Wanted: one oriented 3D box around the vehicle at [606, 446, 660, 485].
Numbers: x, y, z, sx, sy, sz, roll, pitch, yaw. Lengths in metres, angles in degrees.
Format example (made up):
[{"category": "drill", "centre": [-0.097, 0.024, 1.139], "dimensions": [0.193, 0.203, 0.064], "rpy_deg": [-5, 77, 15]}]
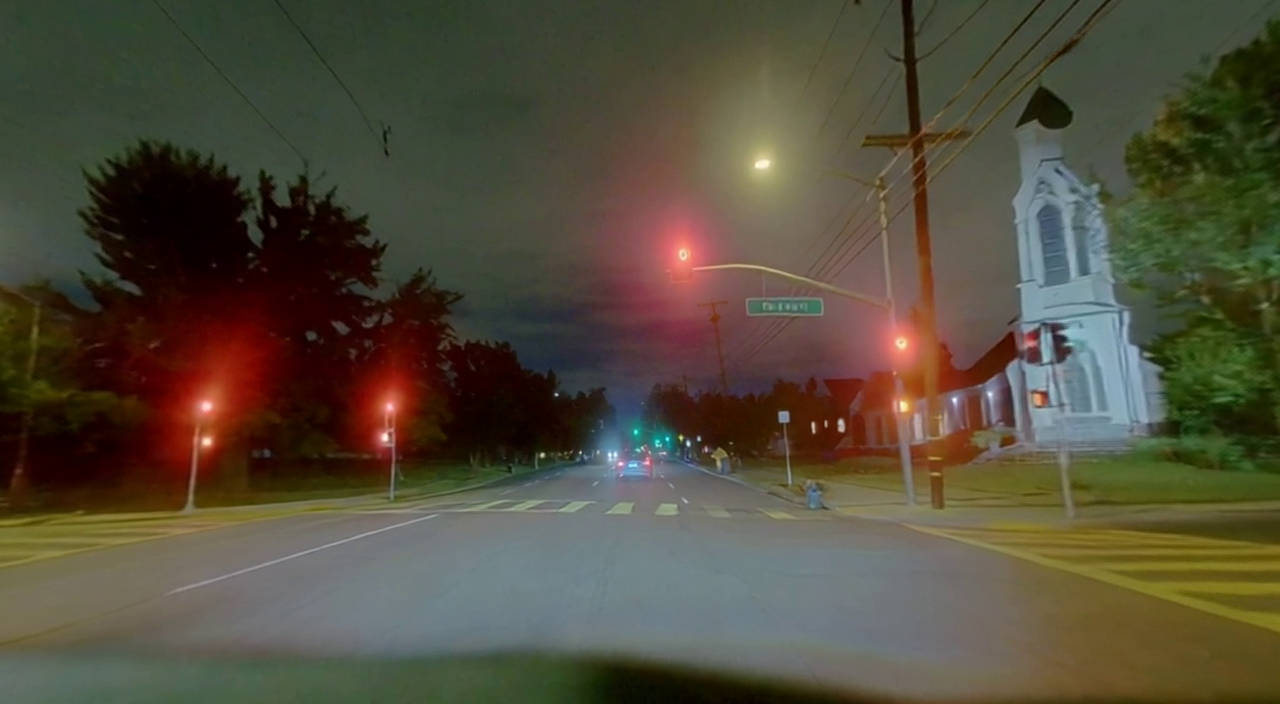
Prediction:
[{"category": "vehicle", "centre": [-0.308, 4.763, 26.692], "dimensions": [2.093, 1.497, 4.010], "rpy_deg": [0, -9, -1]}]
